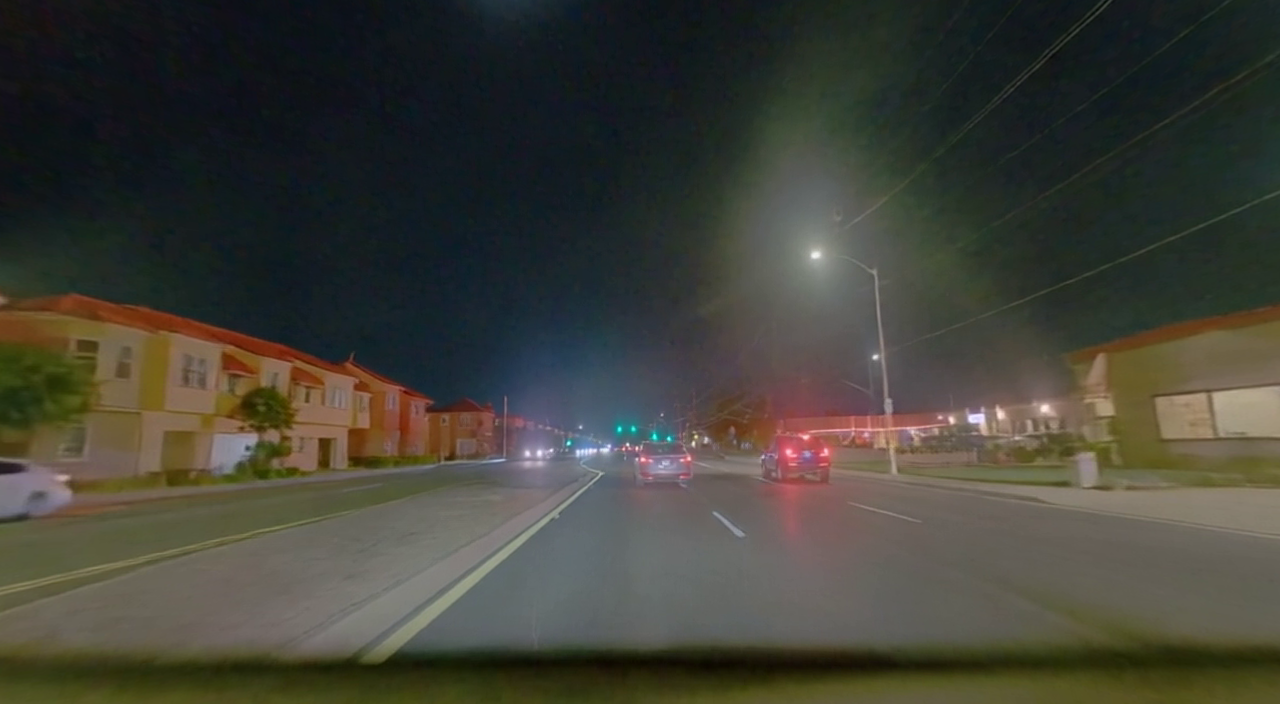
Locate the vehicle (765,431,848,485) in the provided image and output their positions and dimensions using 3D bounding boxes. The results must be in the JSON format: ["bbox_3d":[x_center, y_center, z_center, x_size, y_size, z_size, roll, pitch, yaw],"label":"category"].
[{"bbox_3d":[6.338,4.086,24.523,2.061,1.889,4.268,0,-9,0],"label":"vehicle"}]

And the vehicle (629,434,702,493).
[{"bbox_3d":[0.733,3.592,20.644,2.138,1.702,4.168,0,-9,-1],"label":"vehicle"}]
